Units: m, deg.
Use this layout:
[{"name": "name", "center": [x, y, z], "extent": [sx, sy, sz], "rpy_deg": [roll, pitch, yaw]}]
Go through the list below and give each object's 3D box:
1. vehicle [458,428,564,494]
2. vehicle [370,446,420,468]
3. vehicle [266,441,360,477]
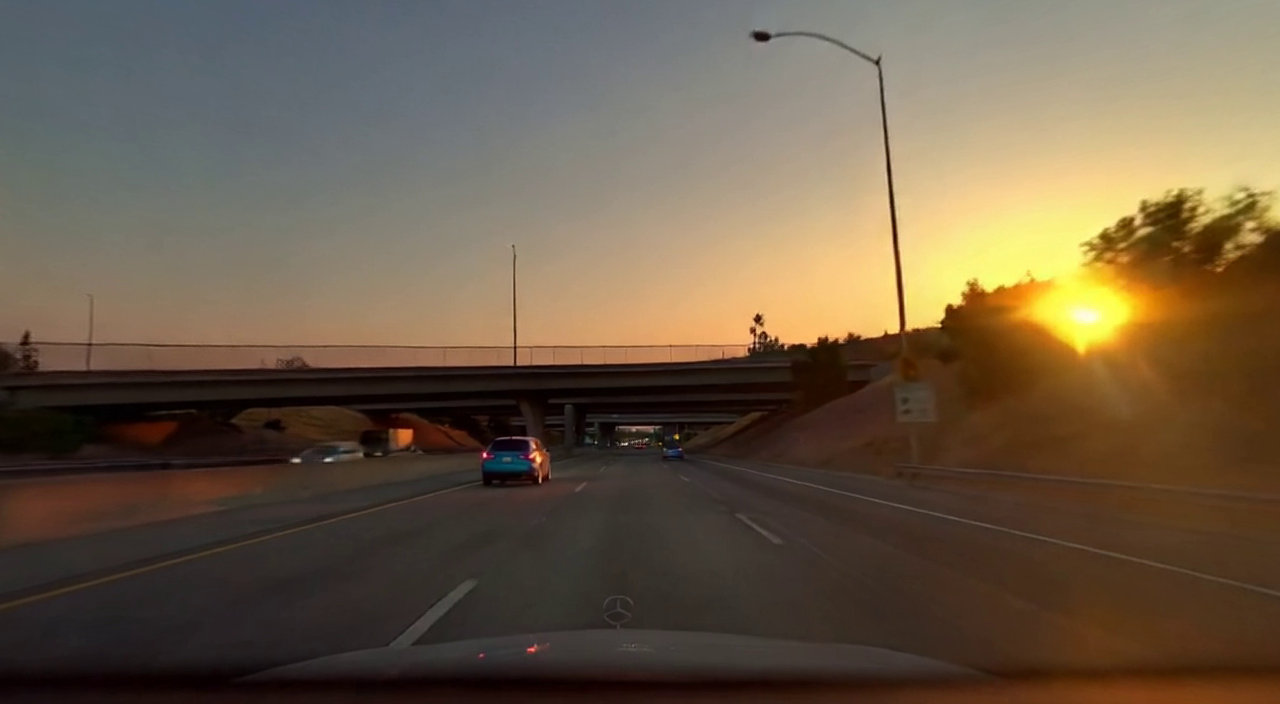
[{"name": "vehicle", "center": [-3.814, 3.333, 19.745], "extent": [2.205, 1.773, 5.124], "rpy_deg": [0, -8, 0]}, {"name": "vehicle", "center": [-17.525, 7.524, 45.442], "extent": [1.855, 1.491, 4.723], "rpy_deg": [0, -8, -2]}, {"name": "vehicle", "center": [-15.418, 5.055, 30.113], "extent": [1.937, 1.540, 4.778], "rpy_deg": [0, -8, 0]}]
